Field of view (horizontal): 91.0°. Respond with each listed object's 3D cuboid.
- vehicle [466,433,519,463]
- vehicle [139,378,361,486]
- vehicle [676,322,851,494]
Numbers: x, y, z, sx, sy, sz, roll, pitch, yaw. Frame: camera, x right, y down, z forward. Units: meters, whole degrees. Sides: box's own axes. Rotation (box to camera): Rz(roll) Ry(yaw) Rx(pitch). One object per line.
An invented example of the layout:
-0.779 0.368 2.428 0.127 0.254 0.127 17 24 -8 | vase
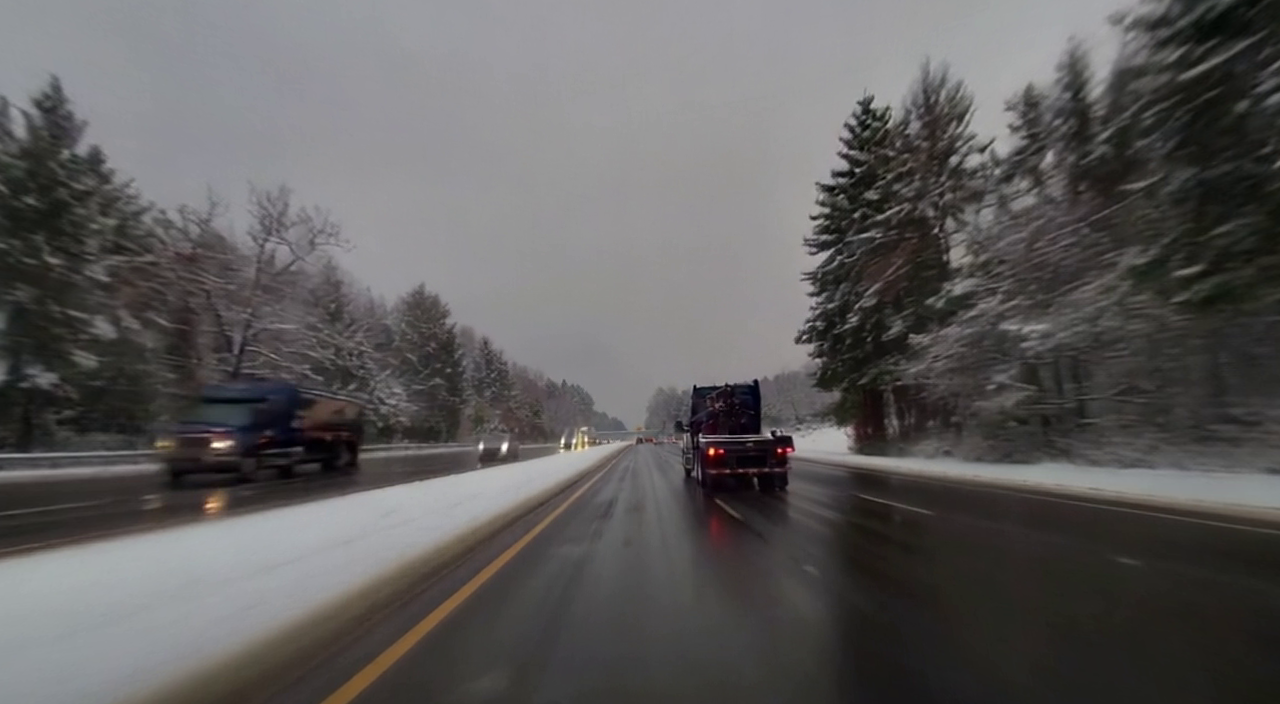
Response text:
-7.831 5.133 33.788 1.874 1.531 3.918 0 -8 1 | vehicle
-11.379 2.502 19.346 2.322 2.720 6.848 0 -8 1 | vehicle
3.482 2.366 22.770 3.691 4.331 13.909 0 -8 1 | vehicle
